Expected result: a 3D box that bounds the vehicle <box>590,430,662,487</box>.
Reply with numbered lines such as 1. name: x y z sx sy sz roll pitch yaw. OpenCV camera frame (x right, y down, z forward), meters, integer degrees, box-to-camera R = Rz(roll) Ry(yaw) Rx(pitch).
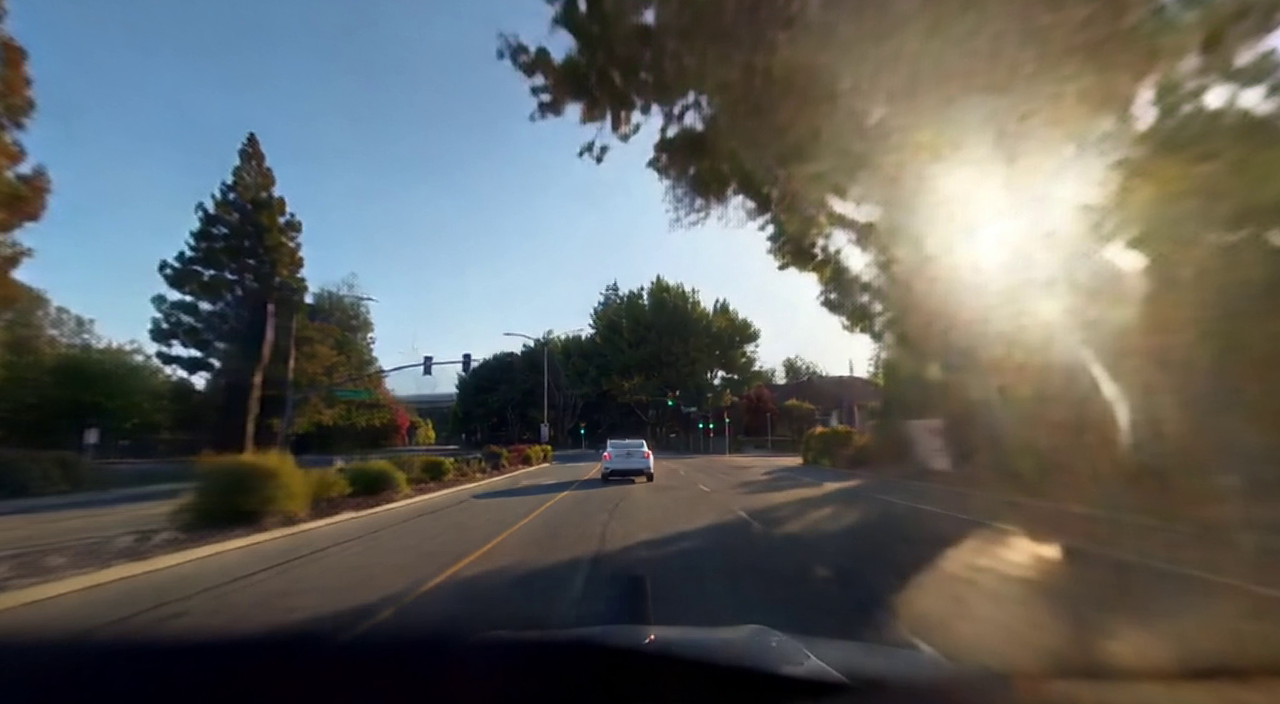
1. vehicle: -0.471 3.555 21.329 2.192 1.734 4.176 0 -8 -1
